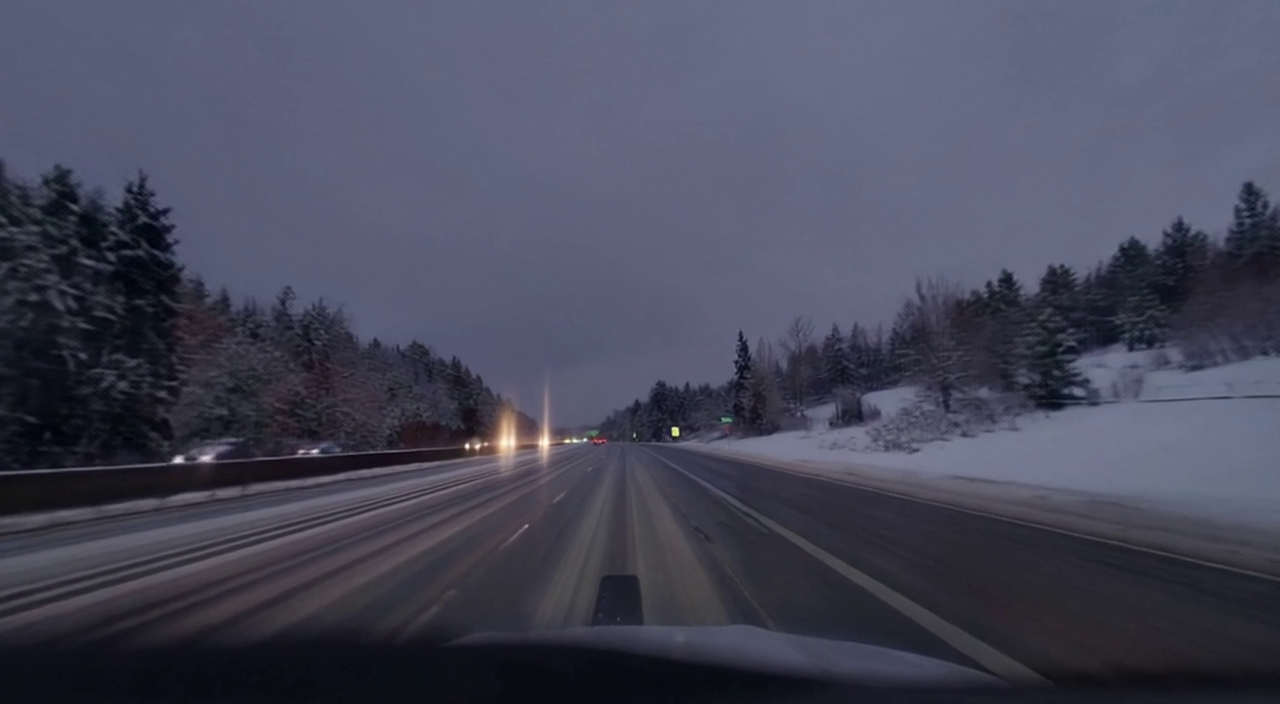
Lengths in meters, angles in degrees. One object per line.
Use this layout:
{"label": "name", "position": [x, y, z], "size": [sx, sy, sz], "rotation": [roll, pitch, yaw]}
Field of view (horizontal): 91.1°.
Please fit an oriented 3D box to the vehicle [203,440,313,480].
{"label": "vehicle", "position": [-16.083, 4.522, 26.772], "size": [1.870, 1.524, 4.571], "rotation": [0, -8, -1]}
